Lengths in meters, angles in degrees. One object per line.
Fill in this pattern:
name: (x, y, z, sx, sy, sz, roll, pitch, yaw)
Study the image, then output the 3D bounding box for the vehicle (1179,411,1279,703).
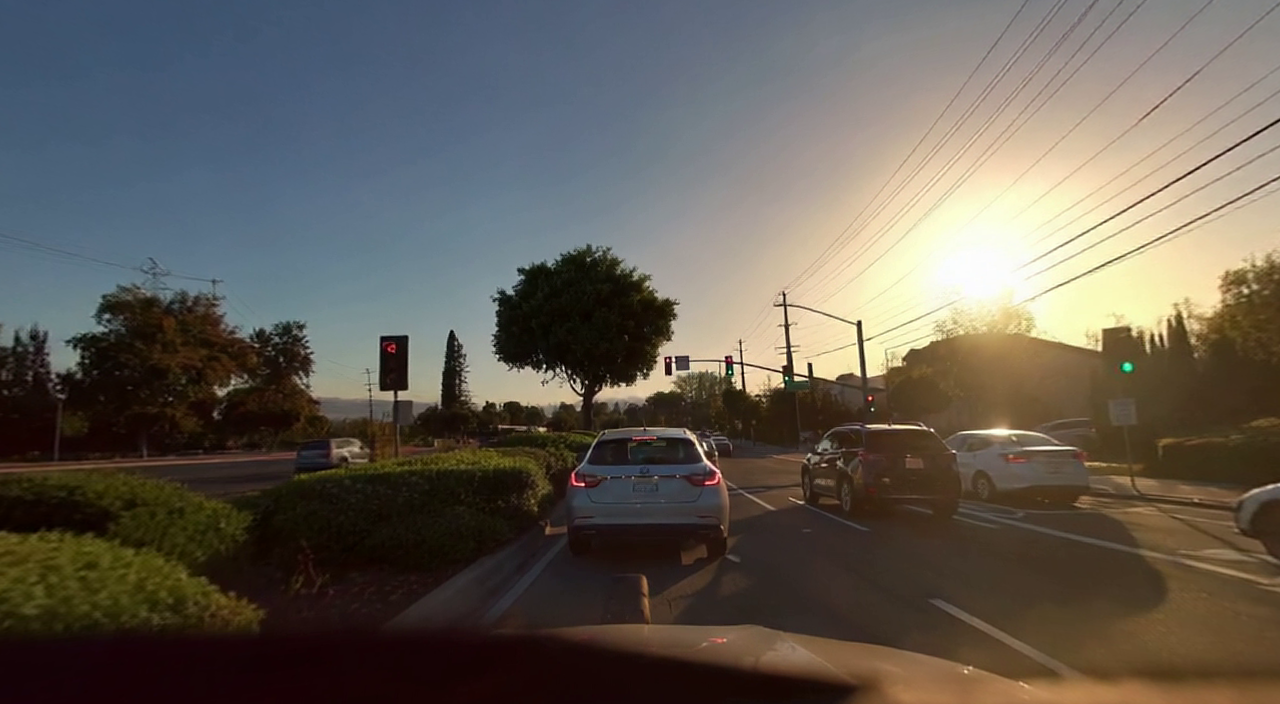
vehicle: (3.505, 0.679, 0.592, 2.028, 1.454, 4.531, 0, -8, 1)

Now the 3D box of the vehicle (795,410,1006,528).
vehicle: (4.464, 2.089, 11.729, 2.140, 1.753, 4.256, 0, -8, 1)

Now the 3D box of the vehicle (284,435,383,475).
vehicle: (-16.565, 5.608, 34.500, 2.262, 1.967, 5.814, -1, -8, 3)

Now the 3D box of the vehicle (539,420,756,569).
vehicle: (0.092, 1.787, 8.685, 2.208, 1.498, 4.401, 0, -8, 1)

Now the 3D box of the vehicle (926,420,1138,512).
vehicle: (8.369, 2.464, 14.055, 1.993, 1.712, 4.322, -1, -8, 2)
